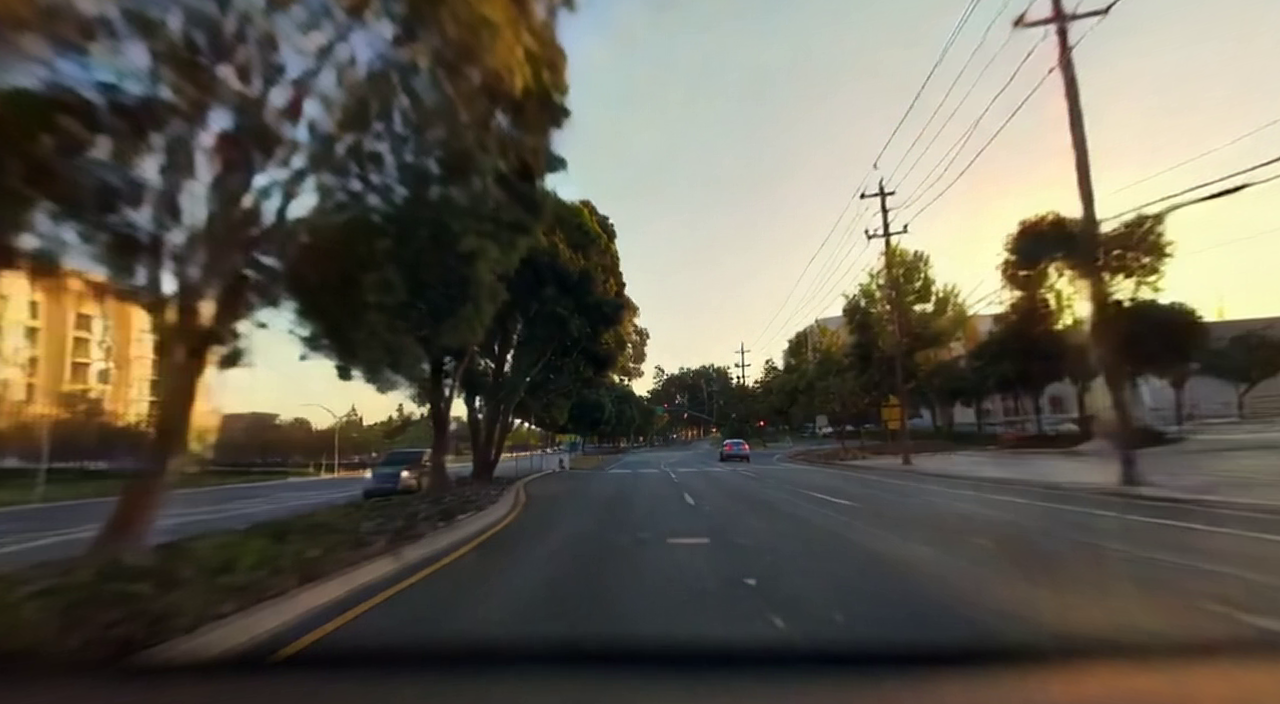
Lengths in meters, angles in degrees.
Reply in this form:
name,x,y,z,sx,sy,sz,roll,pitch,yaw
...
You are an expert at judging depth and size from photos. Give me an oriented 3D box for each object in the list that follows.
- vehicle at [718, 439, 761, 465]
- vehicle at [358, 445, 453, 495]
name,x,y,z,sx,sy,sz,roll,pitch,yaw
vehicle,5.909,5.988,37.807,1.908,1.476,3.880,0,-9,0
vehicle,-9.435,4.752,25.780,2.041,1.829,4.797,-1,-9,0
